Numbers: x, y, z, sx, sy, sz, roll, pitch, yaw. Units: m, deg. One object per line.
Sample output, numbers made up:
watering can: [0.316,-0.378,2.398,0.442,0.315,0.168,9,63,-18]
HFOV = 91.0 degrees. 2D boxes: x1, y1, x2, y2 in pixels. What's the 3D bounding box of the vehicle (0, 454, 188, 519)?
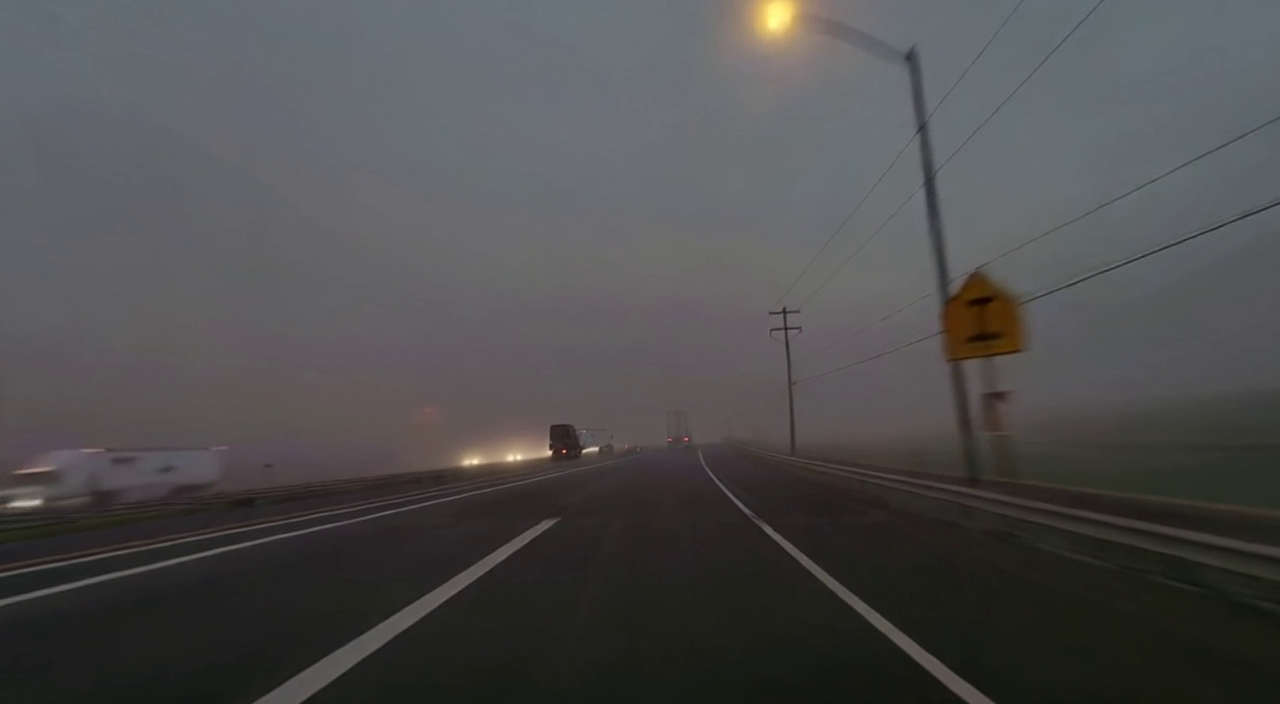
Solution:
vehicle: [-35.619,8.534,41.325,2.909,3.528,10.201,-1,-9,10]
